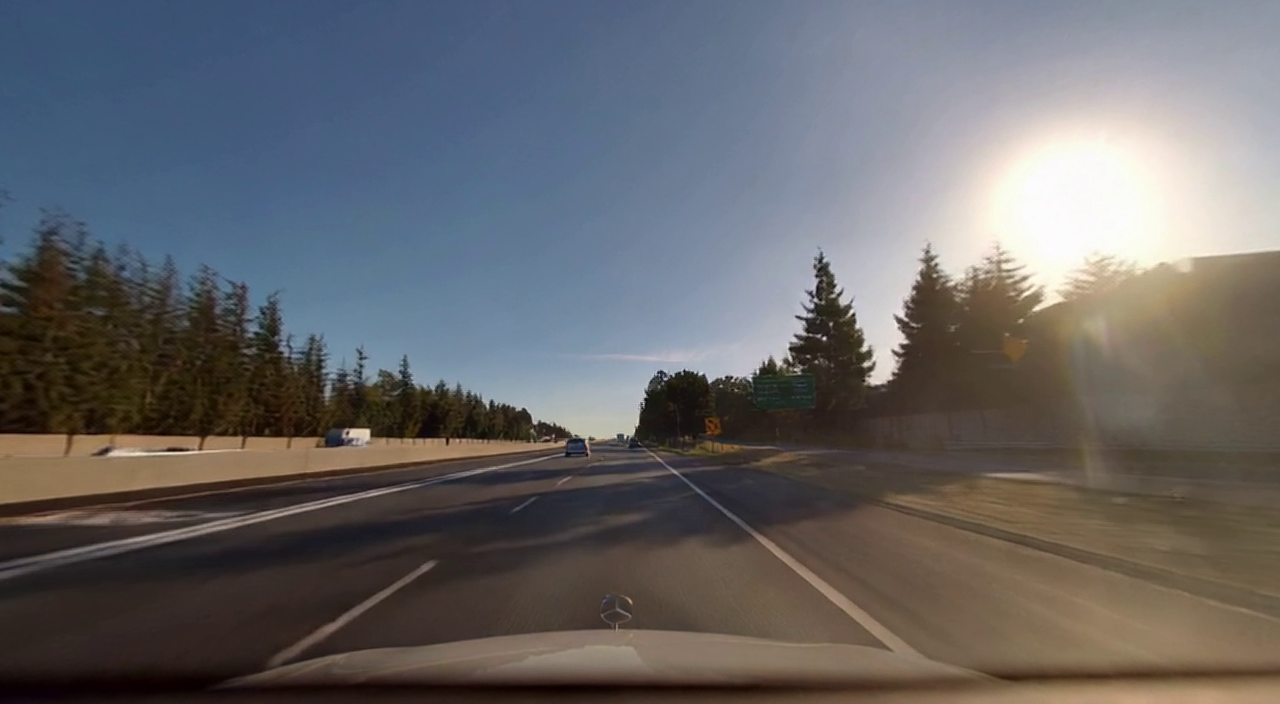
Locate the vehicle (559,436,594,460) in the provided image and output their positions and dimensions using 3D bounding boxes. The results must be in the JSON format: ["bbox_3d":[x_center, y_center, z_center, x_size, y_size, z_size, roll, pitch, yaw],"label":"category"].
[{"bbox_3d":[-4.476,6.829,45.009,2.129,1.641,4.263,0,-8,0],"label":"vehicle"}]

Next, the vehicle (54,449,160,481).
[{"bbox_3d":[-28.351,6.001,33.725,1.885,1.490,4.512,0,-8,-4],"label":"vehicle"}]

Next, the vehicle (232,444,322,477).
[{"bbox_3d":[-18.247,5.429,31.912,1.867,1.465,4.491,0,-8,0],"label":"vehicle"}]
